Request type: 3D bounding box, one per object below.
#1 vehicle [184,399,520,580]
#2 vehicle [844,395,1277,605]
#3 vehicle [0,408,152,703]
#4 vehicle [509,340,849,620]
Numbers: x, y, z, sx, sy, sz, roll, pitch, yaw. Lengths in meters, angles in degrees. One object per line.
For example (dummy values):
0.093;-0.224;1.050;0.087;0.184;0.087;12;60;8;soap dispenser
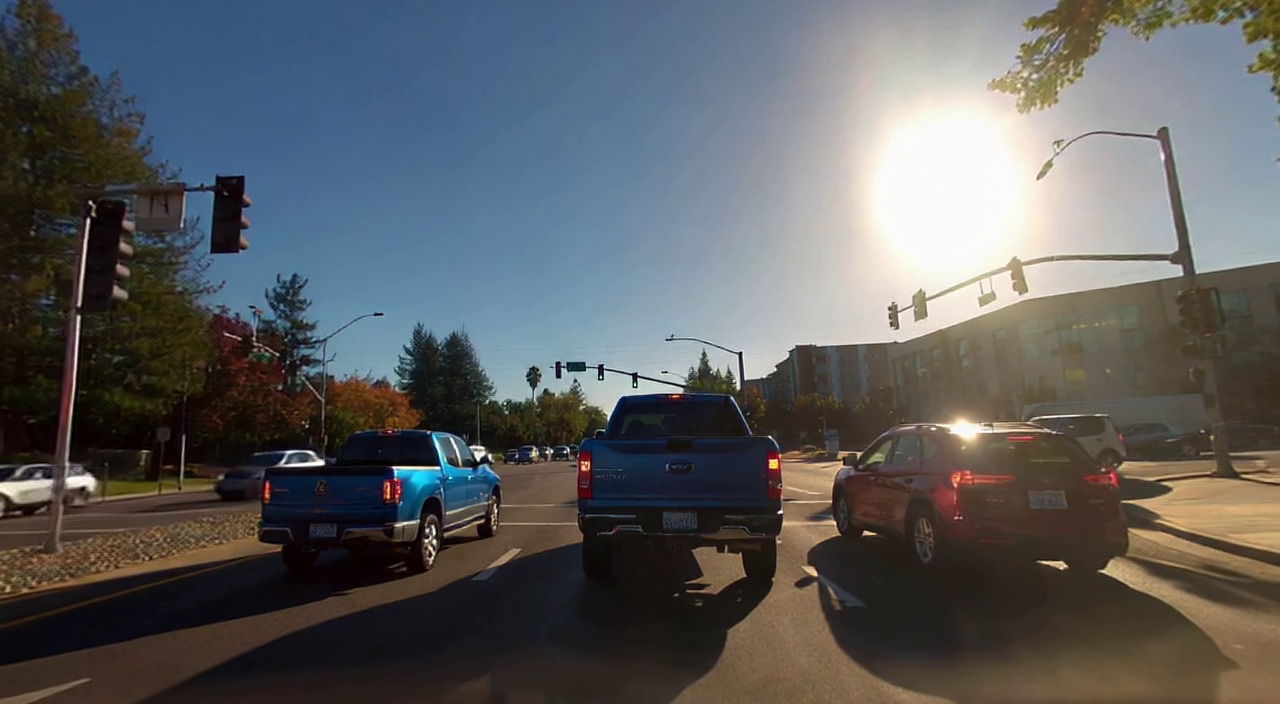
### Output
-3.288;1.686;8.585;2.125;1.739;4.707;0;-8;3;vehicle
4.040;1.490;7.184;1.984;1.659;4.226;0;-8;0;vehicle
-3.390;0.707;0.650;1.998;1.481;4.656;0;-8;1;vehicle
0.324;1.284;7.155;2.505;2.084;4.768;0;-8;1;vehicle
